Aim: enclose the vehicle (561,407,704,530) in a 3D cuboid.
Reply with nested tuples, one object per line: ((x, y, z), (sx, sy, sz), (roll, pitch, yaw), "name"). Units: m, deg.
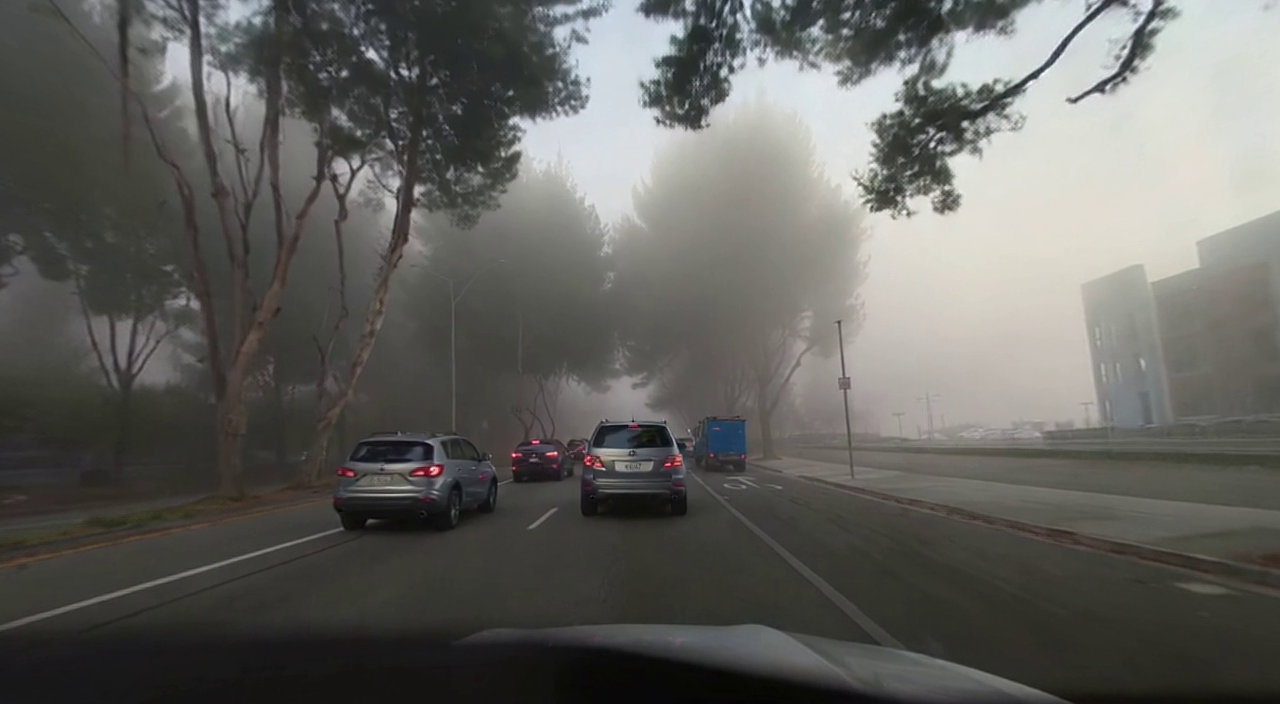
((-0.085, 1.995, 11.273), (2.075, 1.770, 4.018), (0, -8, 1), "vehicle")

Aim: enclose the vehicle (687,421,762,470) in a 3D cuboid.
((3.780, 4.385, 29.575), (2.655, 2.054, 6.098), (0, -8, 0), "vehicle")

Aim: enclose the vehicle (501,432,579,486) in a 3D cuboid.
((-3.233, 3.537, 21.132), (1.894, 1.642, 3.861), (0, -8, 1), "vehicle")

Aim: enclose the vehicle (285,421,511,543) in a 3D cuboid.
((-3.741, 2.089, 10.852), (1.959, 1.614, 4.676), (0, -8, 1), "vehicle")
